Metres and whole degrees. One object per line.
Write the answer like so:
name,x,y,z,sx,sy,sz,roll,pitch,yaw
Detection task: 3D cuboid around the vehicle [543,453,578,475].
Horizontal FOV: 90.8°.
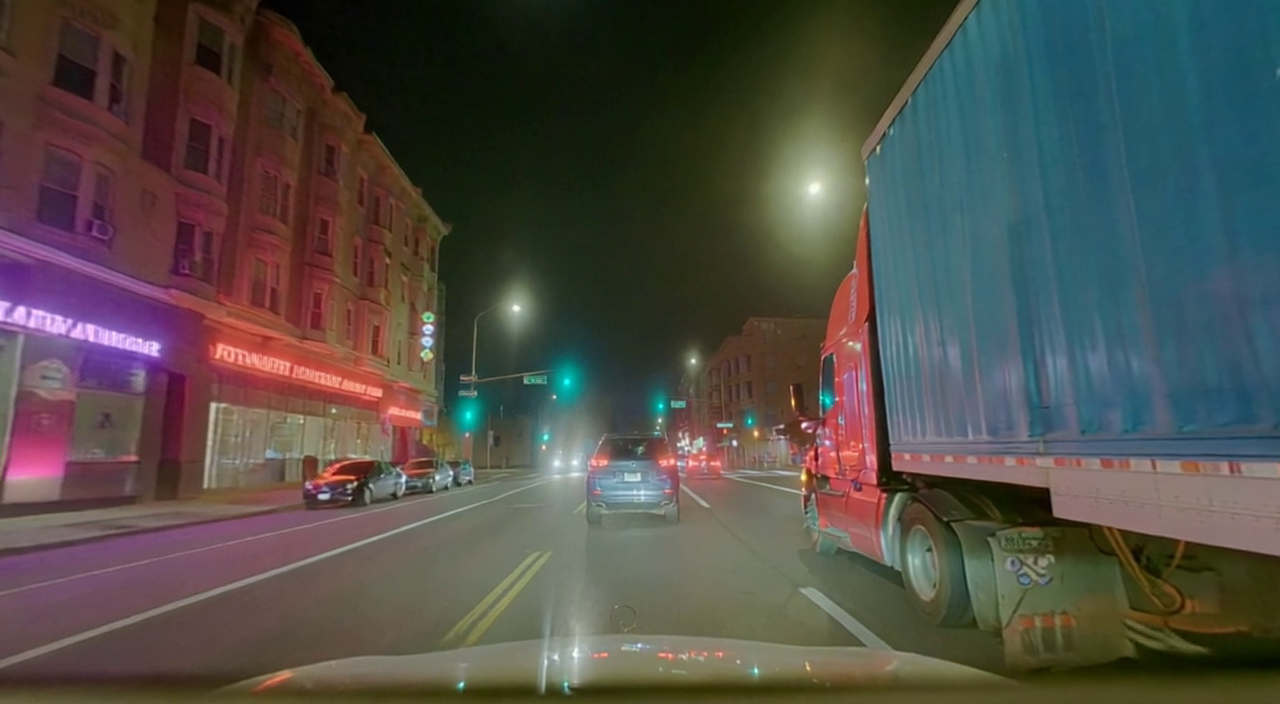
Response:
vehicle,-5.794,8.184,46.551,1.947,1.462,4.640,-1,-8,1

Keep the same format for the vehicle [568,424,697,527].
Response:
vehicle,-0.122,2.525,13.502,2.283,1.783,4.548,0,-8,0

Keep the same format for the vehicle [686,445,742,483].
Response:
vehicle,3.459,5.336,30.476,2.159,1.696,4.316,0,-8,0

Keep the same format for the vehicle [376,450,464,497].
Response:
vehicle,-8.844,4.870,25.805,2.084,1.686,4.422,0,-8,-1

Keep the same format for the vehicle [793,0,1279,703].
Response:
vehicle,3.136,-0.110,2.088,2.913,3.771,9.716,0,-8,1

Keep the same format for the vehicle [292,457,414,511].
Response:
vehicle,-8.740,4.027,19.715,1.805,1.379,4.359,0,-8,-1
